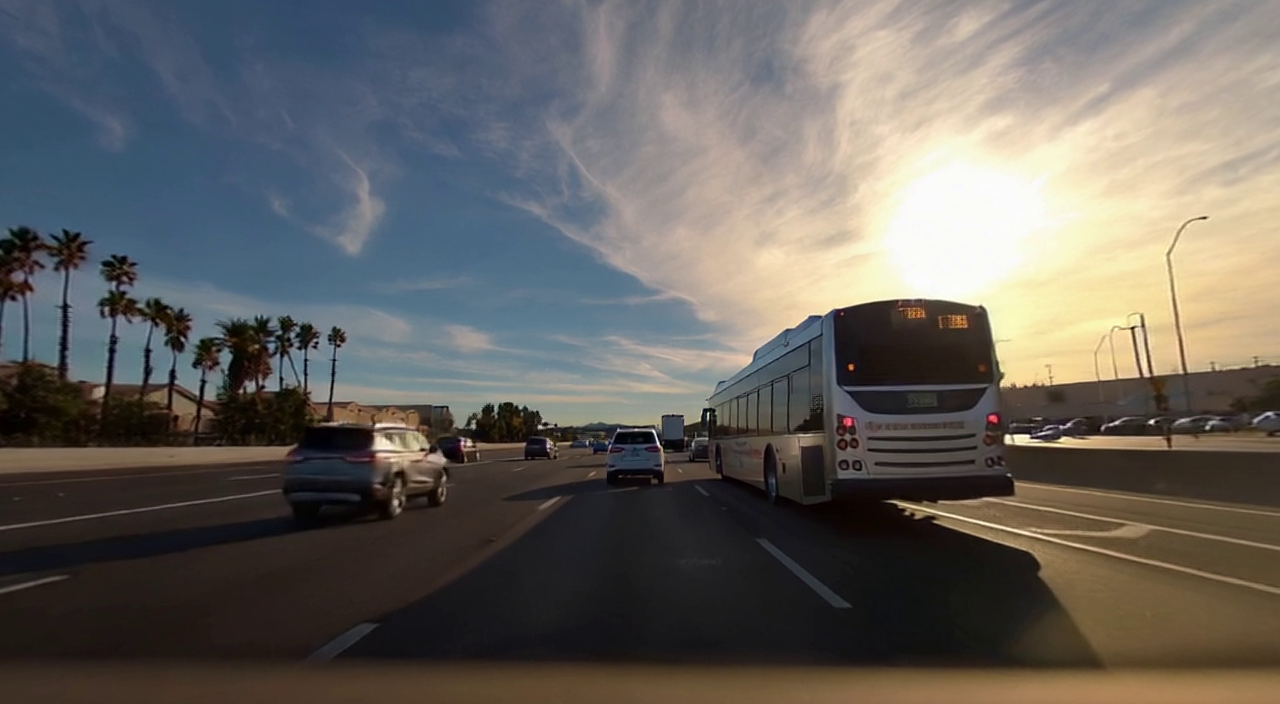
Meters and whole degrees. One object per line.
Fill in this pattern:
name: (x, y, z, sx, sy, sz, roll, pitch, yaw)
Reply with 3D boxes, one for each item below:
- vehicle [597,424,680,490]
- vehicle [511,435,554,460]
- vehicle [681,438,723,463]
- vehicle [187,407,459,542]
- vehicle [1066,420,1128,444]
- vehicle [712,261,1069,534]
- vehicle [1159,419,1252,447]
vehicle: (-0.007, 3.203, 19.425, 2.268, 1.796, 4.280, 0, -9, 1)
vehicle: (-7.850, 7.078, 46.479, 2.291, 1.729, 4.879, 0, -9, 1)
vehicle: (3.815, 6.205, 39.671, 2.039, 1.516, 4.521, 0, -9, -2)
vehicle: (-4.901, 1.991, 10.795, 2.100, 1.765, 4.743, 0, -9, 1)
vehicle: (33.438, 5.916, 46.214, 1.859, 1.638, 4.161, -1, -9, 8)
vehicle: (4.049, 1.636, 15.422, 3.020, 3.622, 14.302, 0, -9, 0)
vehicle: (32.140, 4.690, 35.948, 1.795, 1.481, 3.986, -1, -9, 4)
